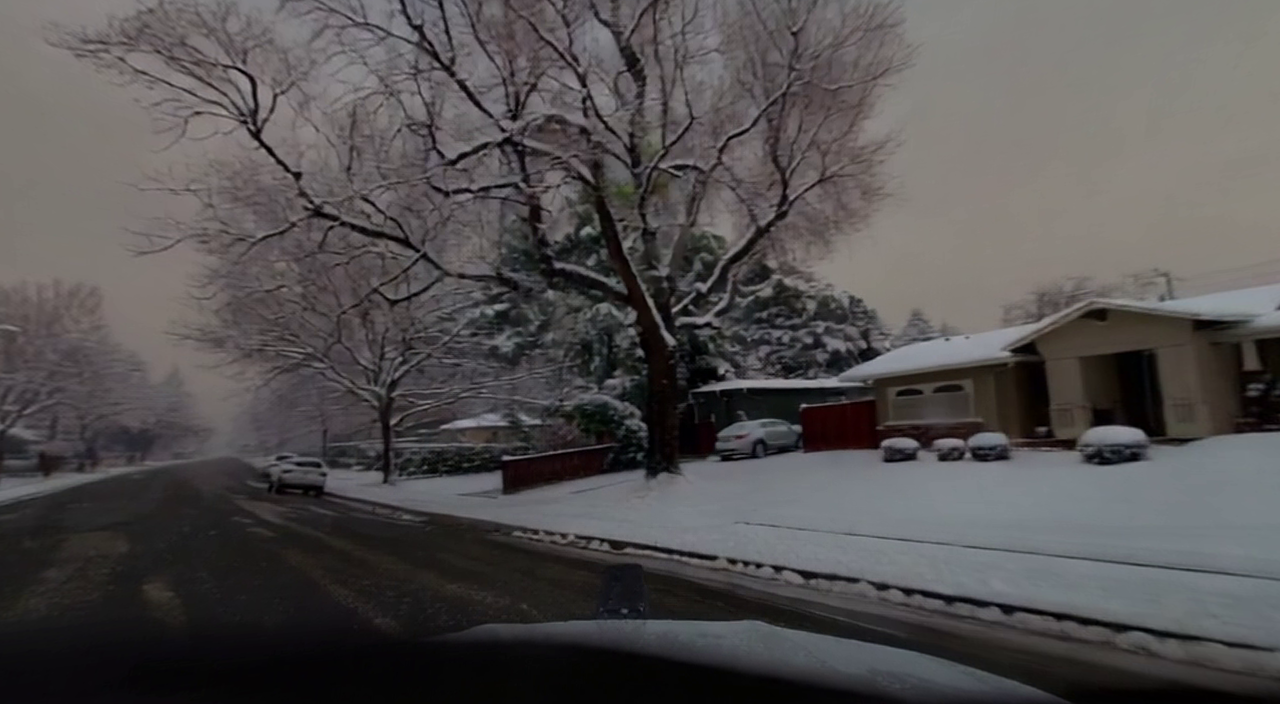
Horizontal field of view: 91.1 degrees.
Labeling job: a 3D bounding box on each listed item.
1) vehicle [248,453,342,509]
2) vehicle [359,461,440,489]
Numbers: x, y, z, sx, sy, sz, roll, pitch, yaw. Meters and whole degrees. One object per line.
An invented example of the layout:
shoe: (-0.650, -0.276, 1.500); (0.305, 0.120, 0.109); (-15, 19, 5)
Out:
vehicle: (-12.867, 4.677, 23.275); (2.163, 1.760, 4.591); (7, -11, -38)
vehicle: (-14.662, 7.500, 38.381); (4.457, 1.510, 1.762); (4, -9, -23)
